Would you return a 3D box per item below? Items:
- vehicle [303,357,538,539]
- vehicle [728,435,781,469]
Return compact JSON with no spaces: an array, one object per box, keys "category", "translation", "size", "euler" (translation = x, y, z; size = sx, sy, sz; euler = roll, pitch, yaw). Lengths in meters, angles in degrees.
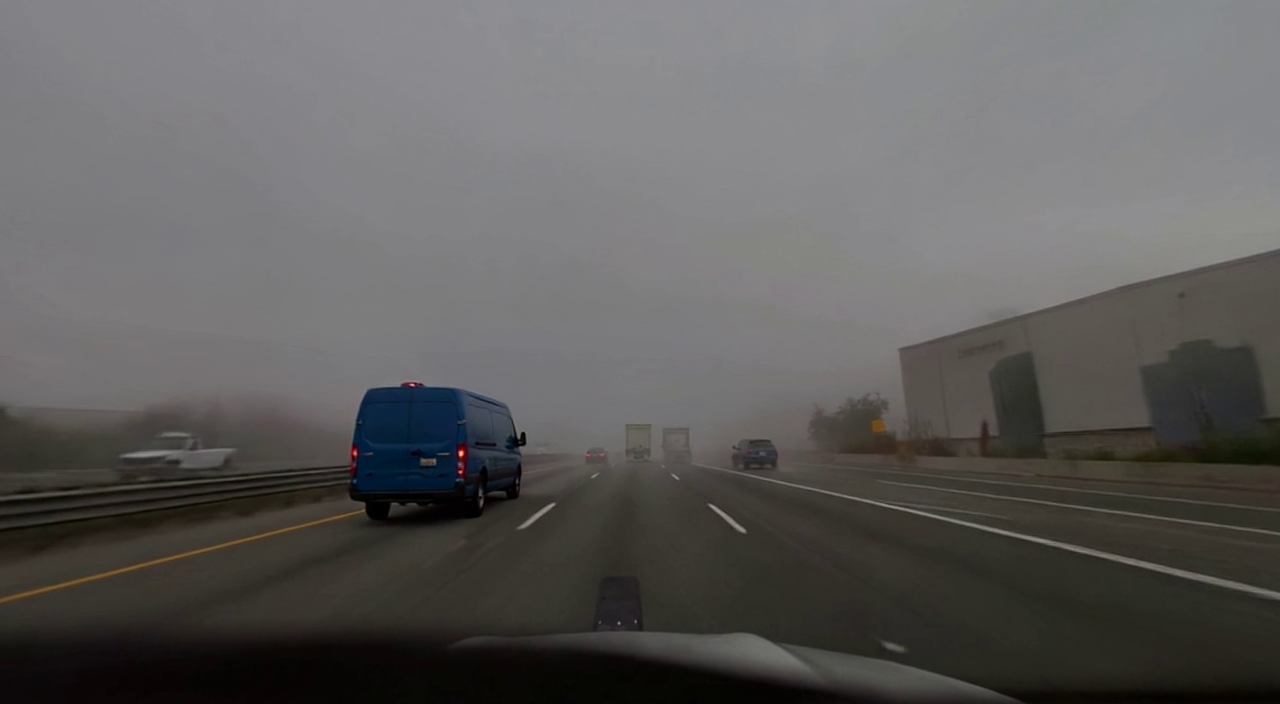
[{"category":"vehicle","translation":[-3.999,1.989,13.405],"size":[2.557,2.855,6.674],"euler":[0,-8,0]},{"category":"vehicle","translation":[6.989,6.216,39.373],"size":[2.216,1.918,5.742],"euler":[0,-8,0]}]
